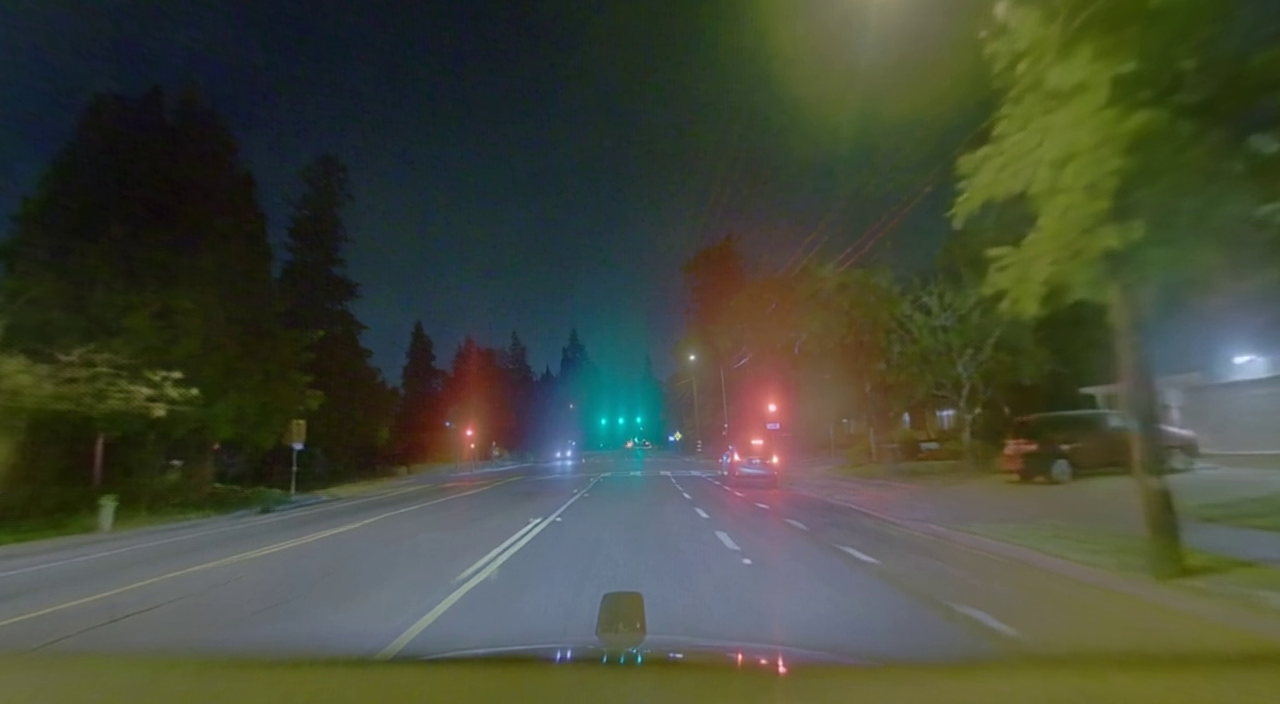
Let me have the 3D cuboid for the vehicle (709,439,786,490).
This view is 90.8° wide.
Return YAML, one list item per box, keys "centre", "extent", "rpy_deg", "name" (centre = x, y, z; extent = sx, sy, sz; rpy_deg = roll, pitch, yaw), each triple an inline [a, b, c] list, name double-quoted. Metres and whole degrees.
- centre: [3.789, 4.032, 23.066]
  extent: [1.900, 1.661, 4.346]
  rpy_deg: [0, -8, -2]
  name: "vehicle"

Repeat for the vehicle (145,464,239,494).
- centre: [-29.742, 8.421, 42.029]
  extent: [4.830, 1.521, 1.948]
  rpy_deg: [-5, -10, -1]
  name: "vehicle"

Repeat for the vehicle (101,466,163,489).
- centre: [-39.968, 9.862, 49.799]
  extent: [1.722, 1.569, 4.038]
  rpy_deg: [-1, -8, -4]
  name: "vehicle"

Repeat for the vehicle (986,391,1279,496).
- centre: [10.147, 2.031, 13.534]
  extent: [4.434, 1.730, 2.081]
  rpy_deg: [-8, -11, 23]
  name: "vehicle"
